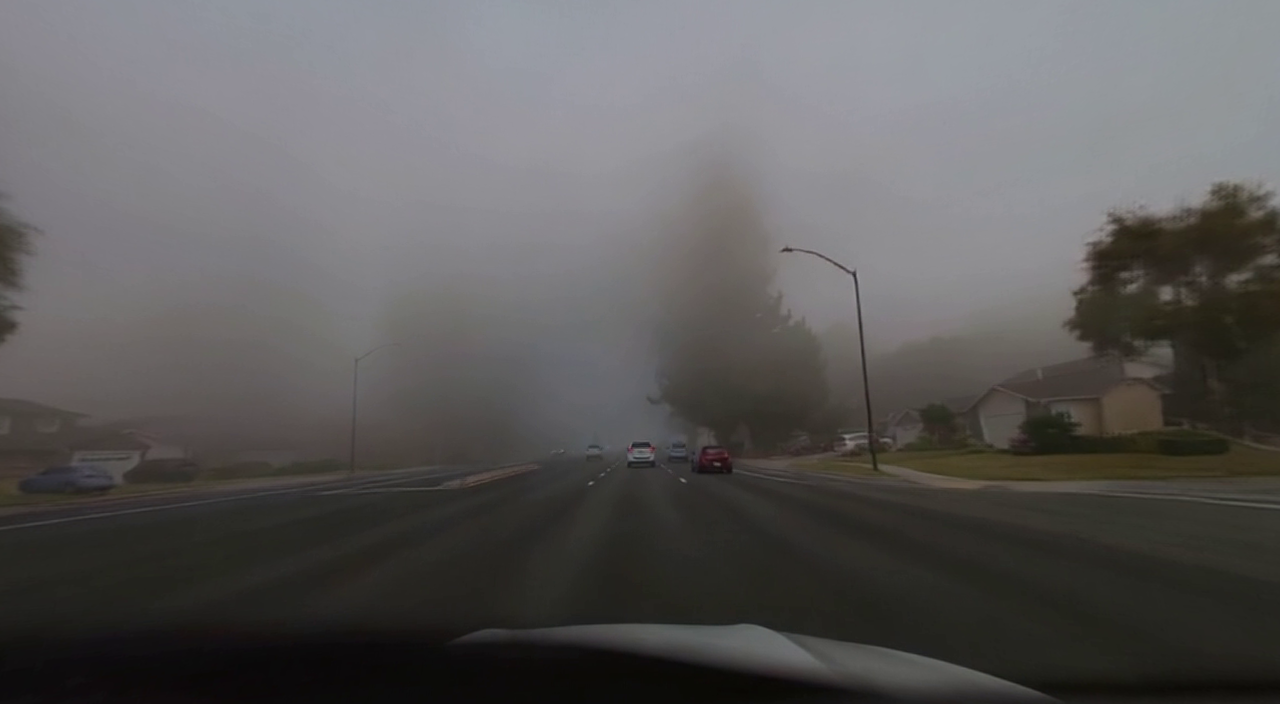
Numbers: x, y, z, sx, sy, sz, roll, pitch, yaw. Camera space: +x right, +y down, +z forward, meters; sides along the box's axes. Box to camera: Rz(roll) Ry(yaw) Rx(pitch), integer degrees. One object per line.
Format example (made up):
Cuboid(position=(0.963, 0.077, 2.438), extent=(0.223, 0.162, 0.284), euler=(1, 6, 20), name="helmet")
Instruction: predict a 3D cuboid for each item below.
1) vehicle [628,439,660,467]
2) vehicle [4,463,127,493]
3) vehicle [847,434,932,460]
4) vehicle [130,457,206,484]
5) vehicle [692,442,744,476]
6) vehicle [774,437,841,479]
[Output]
Cuboid(position=(0.192, 6.757, 42.475), extent=(2.043, 1.734, 4.253), euler=(0, -8, -1), name="vehicle")
Cuboid(position=(-29.771, 6.515, 32.822), extent=(4.450, 1.421, 1.932), euler=(0, -8, 0), name="vehicle")
Cuboid(position=(15.488, 5.921, 39.383), extent=(4.491, 1.593, 1.884), euler=(-1, -8, 3), name="vehicle")
Cuboid(position=(-29.971, 7.514, 40.269), extent=(1.806, 1.476, 3.985), euler=(0, -8, -2), name="vehicle")
Cuboid(position=(3.530, 4.899, 29.227), extent=(1.830, 1.451, 4.009), euler=(0, -8, -1), name="vehicle")
Cuboid(position=(7.685, 4.892, 29.418), extent=(1.933, 1.759, 3.900), euler=(0, -8, -2), name="vehicle")
